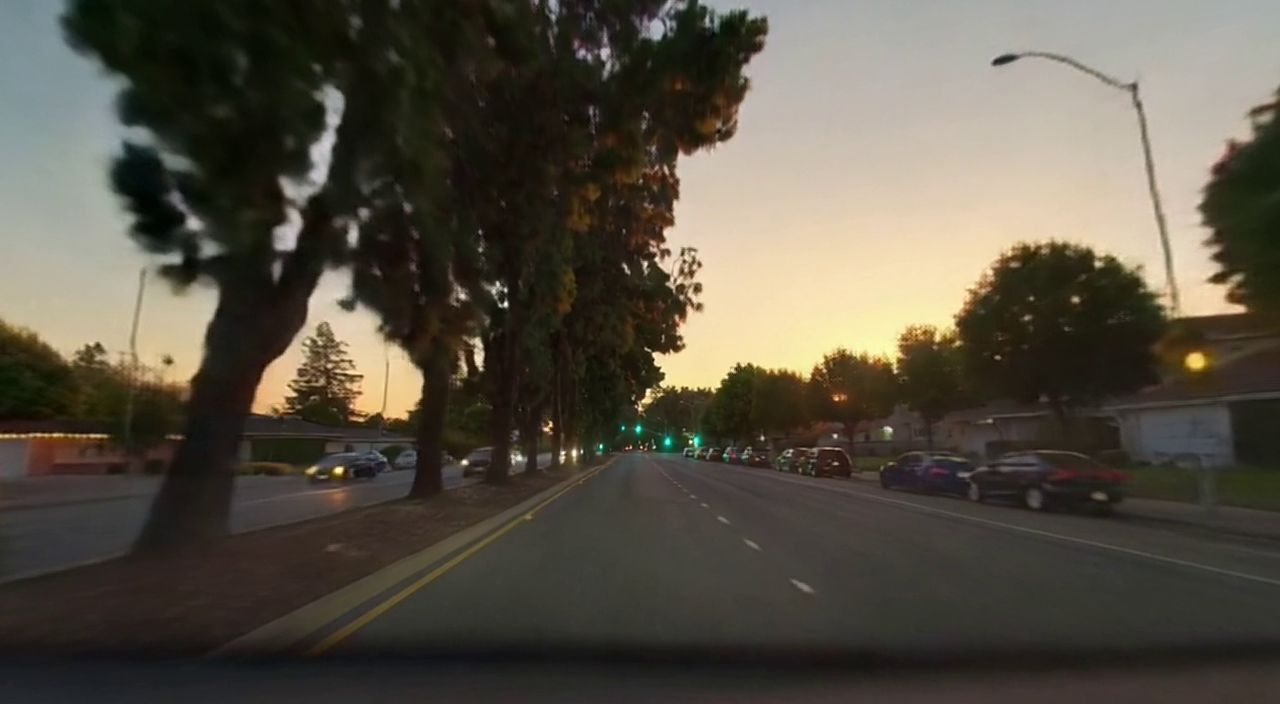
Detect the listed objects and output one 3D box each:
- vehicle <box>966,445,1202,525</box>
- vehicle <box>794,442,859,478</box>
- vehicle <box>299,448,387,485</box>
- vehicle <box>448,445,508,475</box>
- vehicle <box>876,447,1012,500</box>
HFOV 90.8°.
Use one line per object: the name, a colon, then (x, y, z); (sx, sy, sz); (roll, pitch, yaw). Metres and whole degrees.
vehicle: (9.642, 2.868, 14.339); (1.899, 1.475, 4.572); (0, -8, -2)
vehicle: (9.639, 5.599, 33.070); (1.885, 1.685, 4.430); (0, -8, -2)
vehicle: (-12.671, 4.881, 27.264); (1.769, 1.418, 4.173); (-1, -8, 0)
vehicle: (-8.631, 5.763, 34.146); (1.979, 1.484, 4.711); (-1, -8, 1)
vehicle: (9.492, 3.792, 20.241); (1.918, 1.454, 4.683); (0, -8, -1)
